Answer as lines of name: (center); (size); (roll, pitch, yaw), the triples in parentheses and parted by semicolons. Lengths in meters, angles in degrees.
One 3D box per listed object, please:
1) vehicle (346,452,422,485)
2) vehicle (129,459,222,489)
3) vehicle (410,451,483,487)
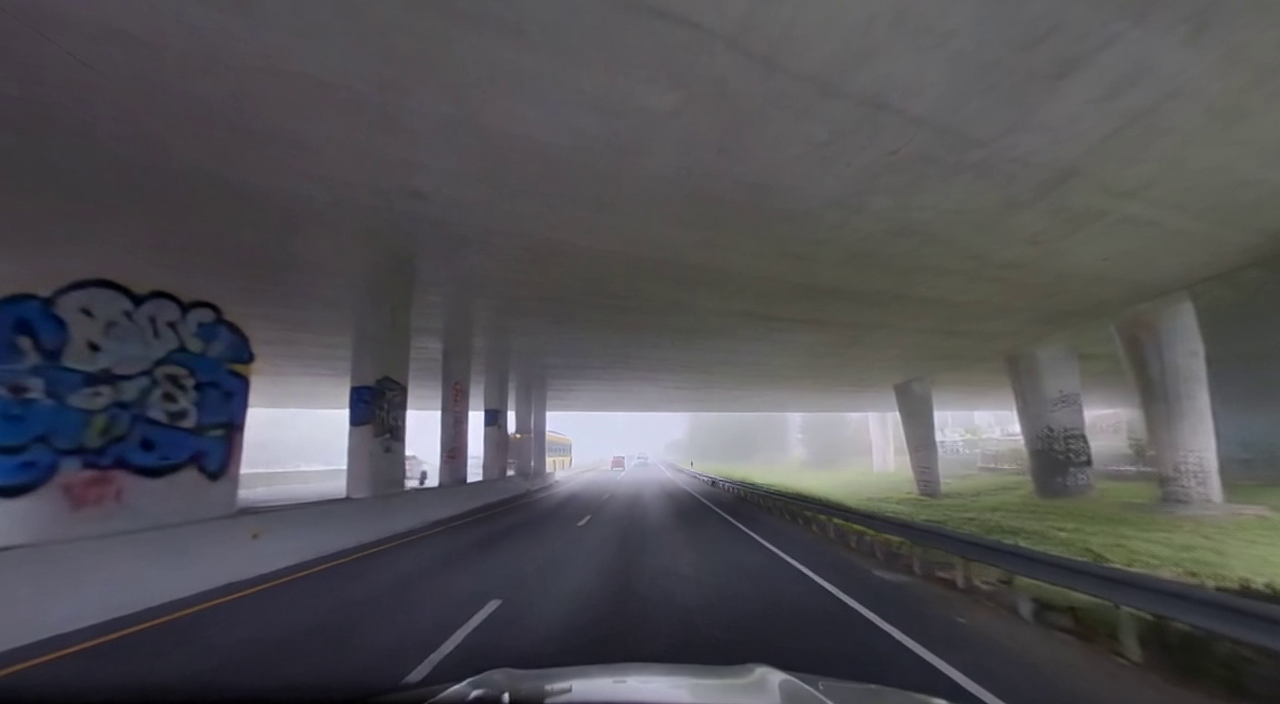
vehicle: (-13.665, 6.239, 34.035); (2.059, 1.615, 4.688); (0, -9, 0)
vehicle: (-25.883, 6.810, 35.376); (1.846, 1.463, 4.395); (0, -9, 0)
vehicle: (-9.235, 5.599, 30.549); (1.979, 1.600, 4.516); (0, -9, 1)
